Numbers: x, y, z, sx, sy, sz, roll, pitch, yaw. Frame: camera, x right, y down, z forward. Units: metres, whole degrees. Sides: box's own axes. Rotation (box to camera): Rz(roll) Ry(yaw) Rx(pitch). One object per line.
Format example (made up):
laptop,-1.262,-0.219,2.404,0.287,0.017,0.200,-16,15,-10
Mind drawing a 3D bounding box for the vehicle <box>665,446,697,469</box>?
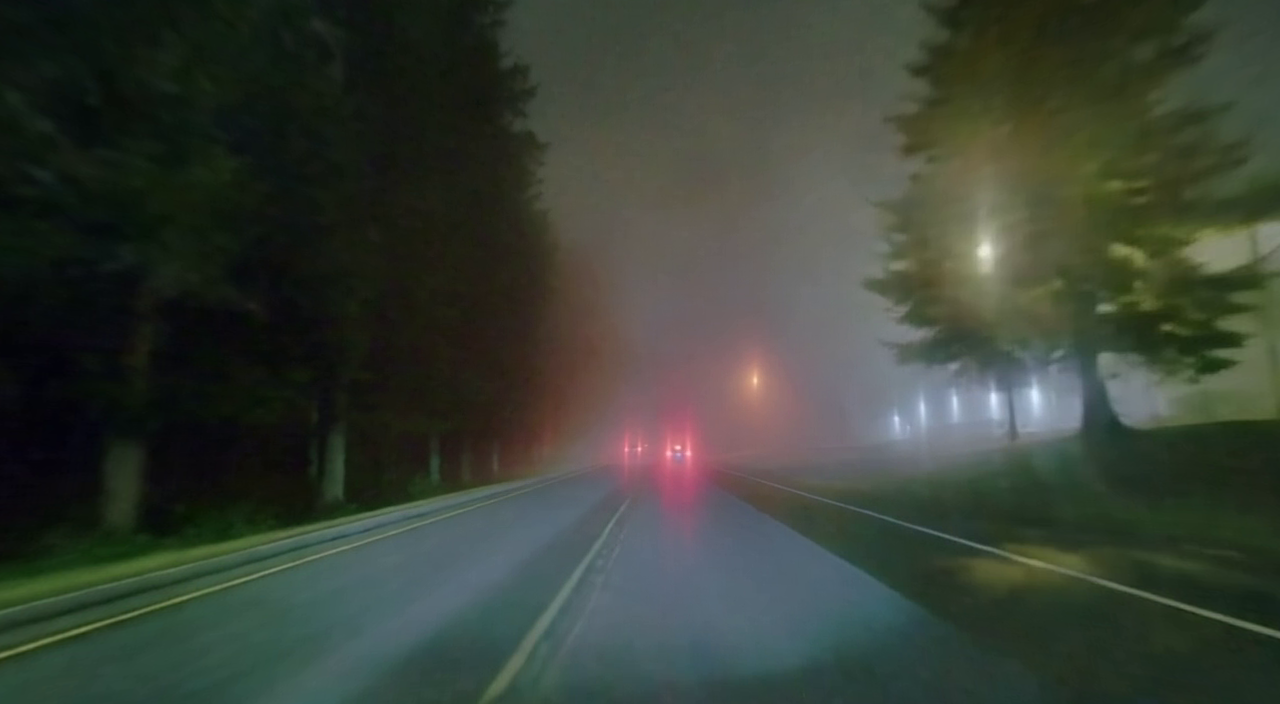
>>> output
vehicle,2.773,7.211,43.486,1.925,1.488,4.271,0,-8,0
